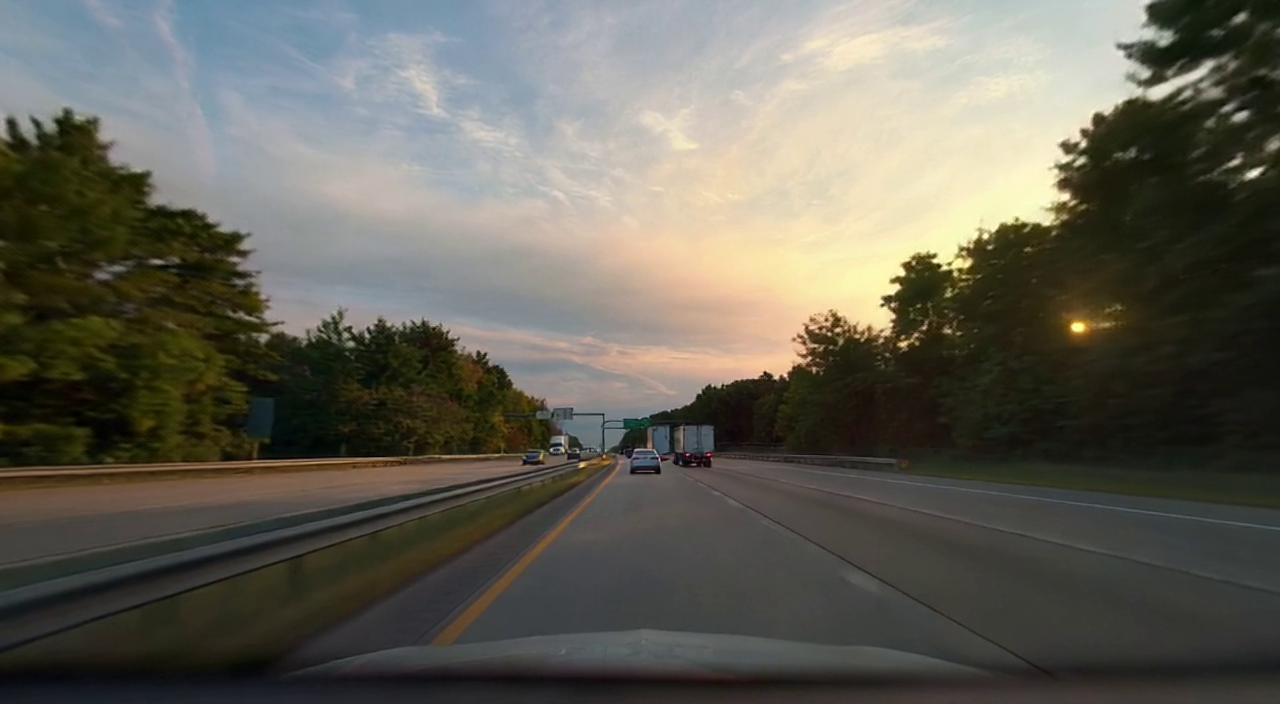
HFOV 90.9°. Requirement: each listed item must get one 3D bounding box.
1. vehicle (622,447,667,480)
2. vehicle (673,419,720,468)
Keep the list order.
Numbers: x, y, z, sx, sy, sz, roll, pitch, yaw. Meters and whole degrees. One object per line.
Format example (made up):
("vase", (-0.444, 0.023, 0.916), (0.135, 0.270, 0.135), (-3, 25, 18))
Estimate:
("vehicle", (0.195, 5.428, 30.941), (2.069, 1.523, 4.012), (0, -9, 0))
("vehicle", (4.066, 6.828, 46.909), (2.600, 3.282, 7.635), (0, -9, -1))
